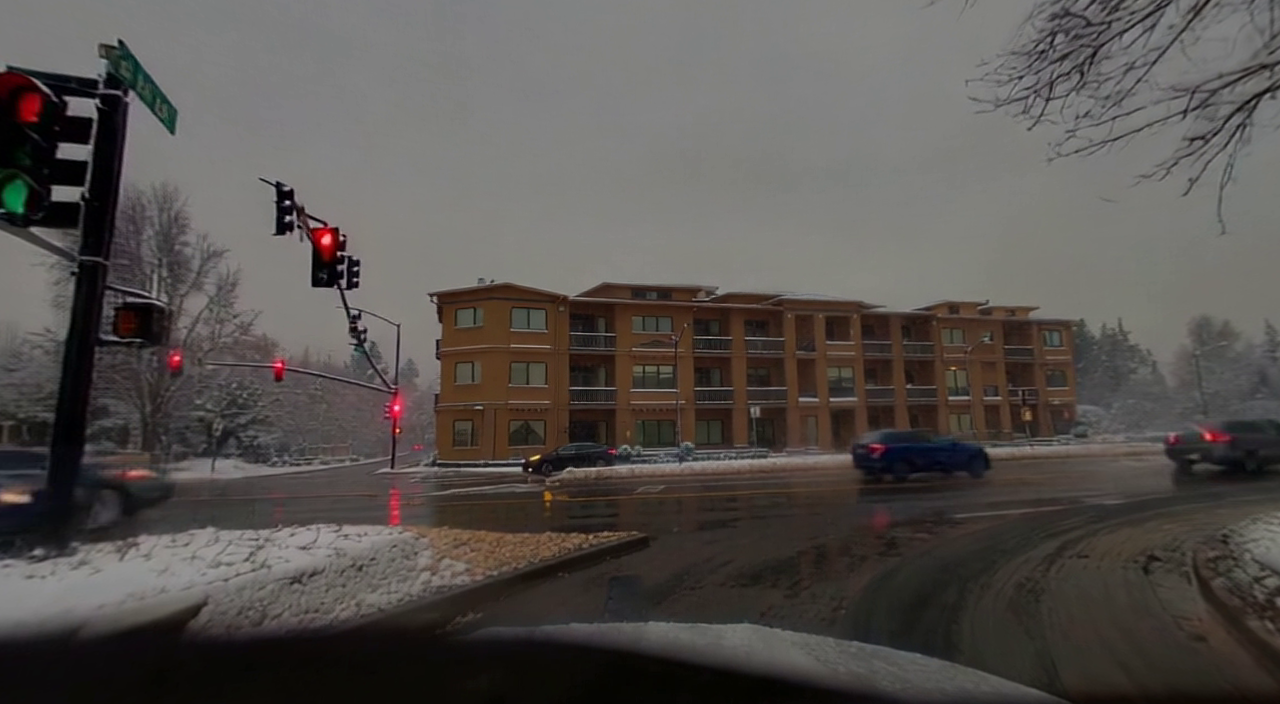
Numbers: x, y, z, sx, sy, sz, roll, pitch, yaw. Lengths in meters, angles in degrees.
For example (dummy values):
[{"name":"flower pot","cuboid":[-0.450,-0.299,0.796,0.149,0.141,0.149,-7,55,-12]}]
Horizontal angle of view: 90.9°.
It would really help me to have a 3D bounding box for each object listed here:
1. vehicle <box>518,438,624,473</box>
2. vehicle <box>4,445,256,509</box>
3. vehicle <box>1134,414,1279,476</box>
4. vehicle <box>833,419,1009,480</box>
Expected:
[{"name":"vehicle","cuboid":[-2.986,4.434,27.238,4.289,1.415,1.774,2,-9,-17]},{"name":"vehicle","cuboid":[-13.102,3.205,16.605,4.691,1.478,1.908,2,-9,-16]},{"name":"vehicle","cuboid":[17.330,2.731,18.544,4.581,1.650,1.958,2,-9,-16]},{"name":"vehicle","cuboid":[8.520,2.945,19.233,4.711,1.688,1.915,2,-9,-17]}]
